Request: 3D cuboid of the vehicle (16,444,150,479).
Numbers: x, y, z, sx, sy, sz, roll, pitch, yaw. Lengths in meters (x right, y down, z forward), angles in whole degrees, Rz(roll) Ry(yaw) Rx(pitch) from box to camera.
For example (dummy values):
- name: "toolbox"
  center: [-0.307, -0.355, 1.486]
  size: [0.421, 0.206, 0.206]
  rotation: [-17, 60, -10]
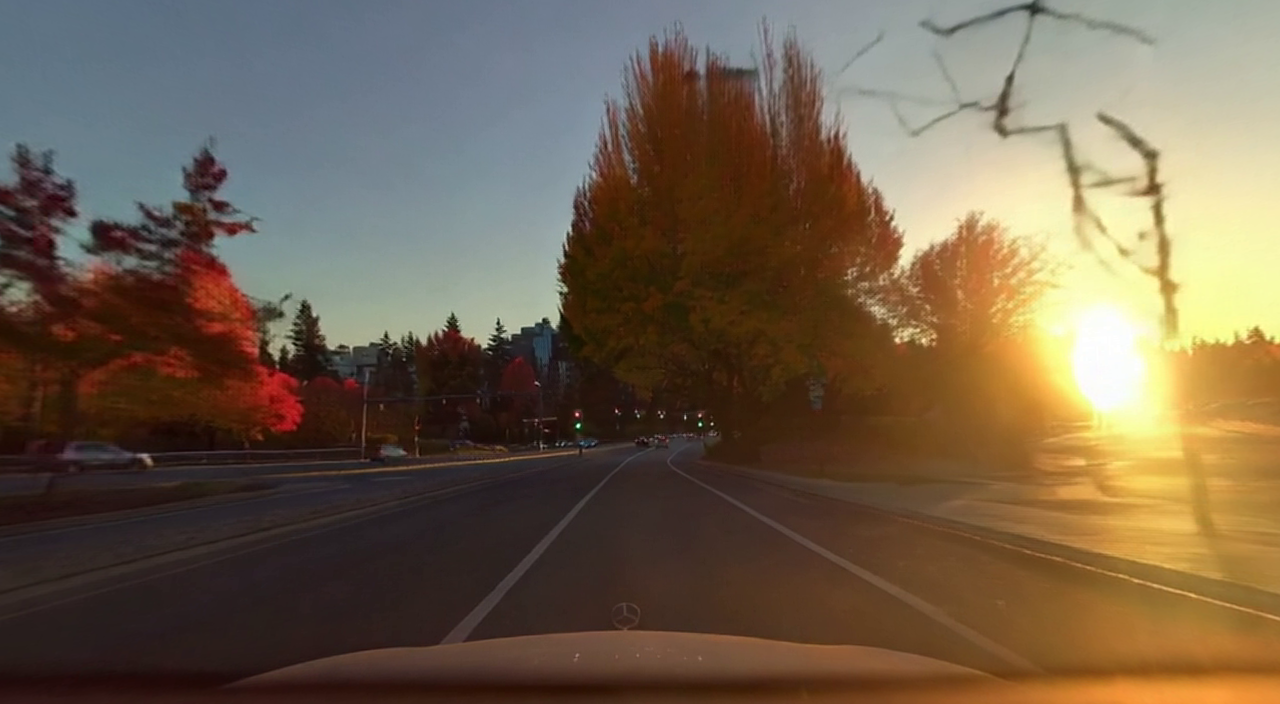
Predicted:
- name: "vehicle"
  center: [-33.821, 6.604, 38.493]
  size: [2.242, 1.955, 5.600]
  rotation: [-3, -9, 19]
